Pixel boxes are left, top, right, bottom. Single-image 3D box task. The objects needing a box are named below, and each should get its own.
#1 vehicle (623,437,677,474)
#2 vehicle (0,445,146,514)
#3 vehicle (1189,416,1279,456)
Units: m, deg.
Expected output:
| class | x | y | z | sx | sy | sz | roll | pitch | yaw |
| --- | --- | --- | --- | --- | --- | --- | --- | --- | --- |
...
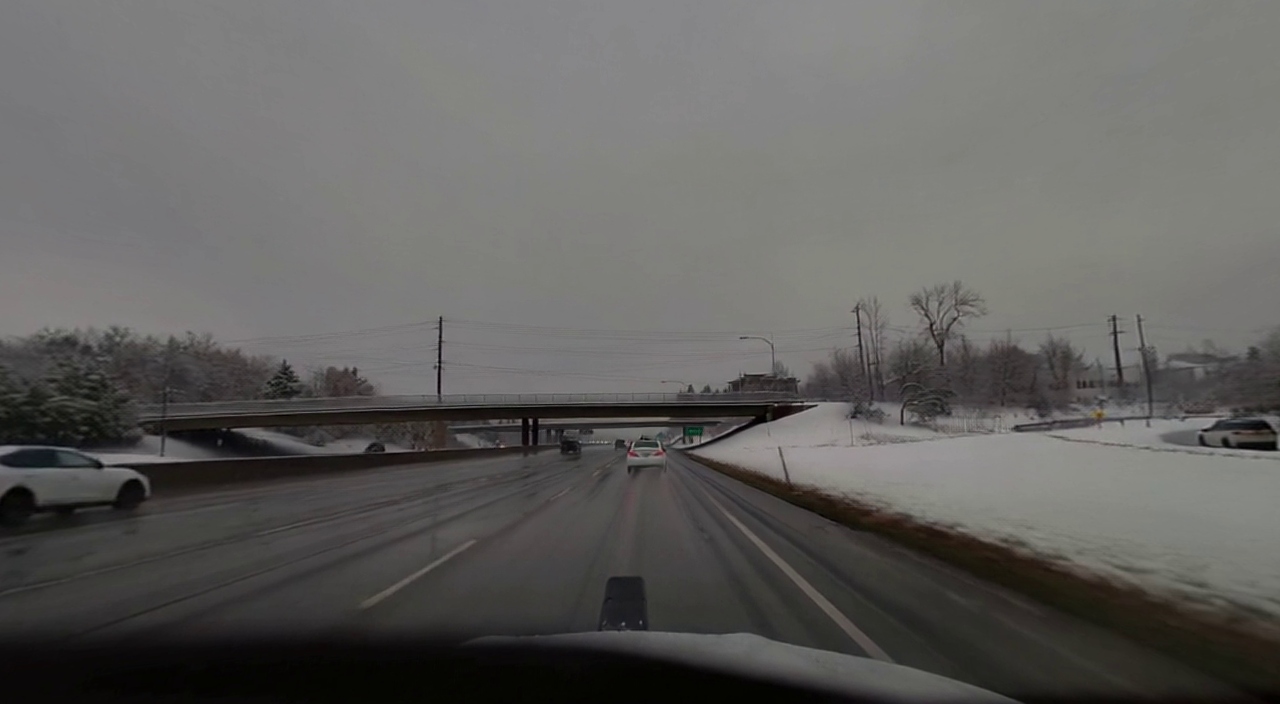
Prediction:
| class | x | y | z | sx | sy | sz | roll | pitch | yaw |
| --- | --- | --- | --- | --- | --- | --- | --- | --- | --- |
| vehicle | 0.417 | 4.471 | 27.398 | 2.145 | 1.493 | 4.146 | 0 | -8 | 0 |
| vehicle | -15.076 | 3.048 | 15.421 | 1.960 | 1.505 | 4.854 | 0 | -8 | 2 |
| vehicle | 27.422 | 3.835 | 28.615 | 2.095 | 1.674 | 4.530 | -3 | -9 | 19 |
